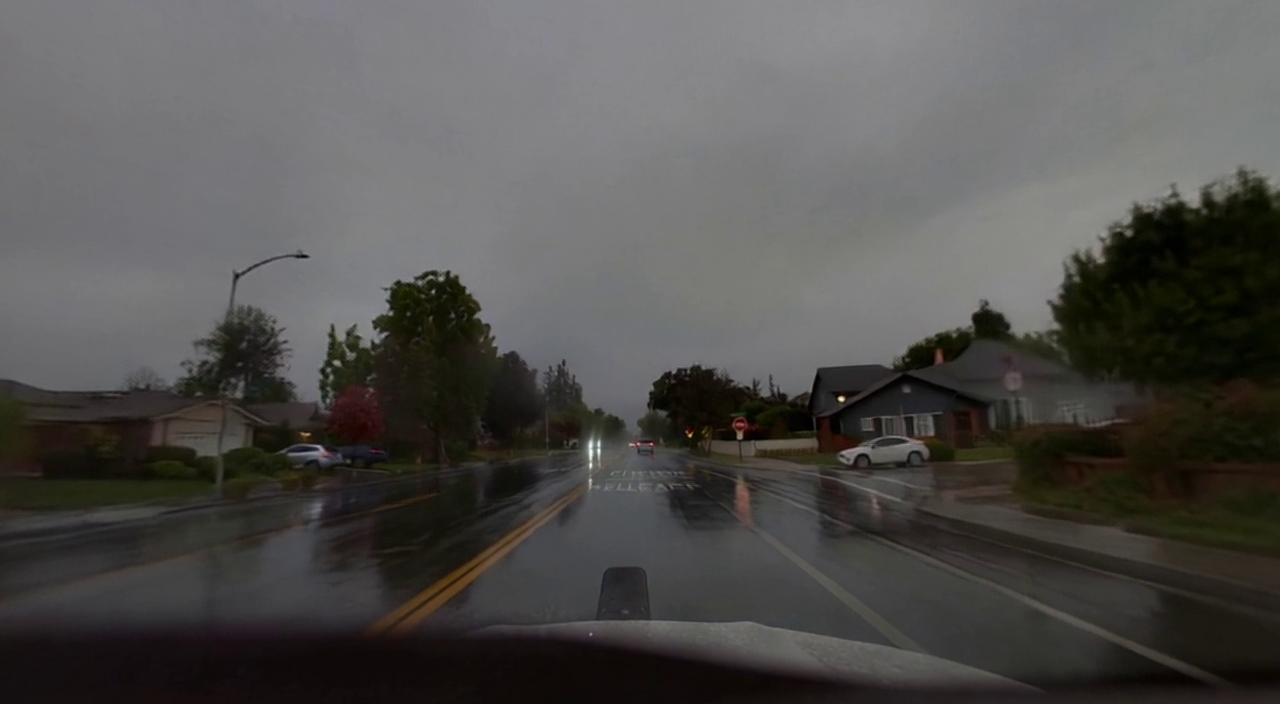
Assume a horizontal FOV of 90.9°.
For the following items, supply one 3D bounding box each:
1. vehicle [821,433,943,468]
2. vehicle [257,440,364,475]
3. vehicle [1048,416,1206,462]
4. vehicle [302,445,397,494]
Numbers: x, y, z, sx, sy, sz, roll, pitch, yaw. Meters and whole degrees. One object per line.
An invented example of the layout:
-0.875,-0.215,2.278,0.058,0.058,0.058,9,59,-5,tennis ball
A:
10.923,4.505,28.873,4.818,1.525,2.163,-2,-8,9,vehicle
-19.652,6.285,37.804,4.969,1.995,2.462,0,-8,0,vehicle
20.842,3.778,27.199,4.754,1.844,2.272,-1,-8,5,vehicle
-12.501,5.036,27.435,1.965,1.653,4.488,-3,-6,1,vehicle
